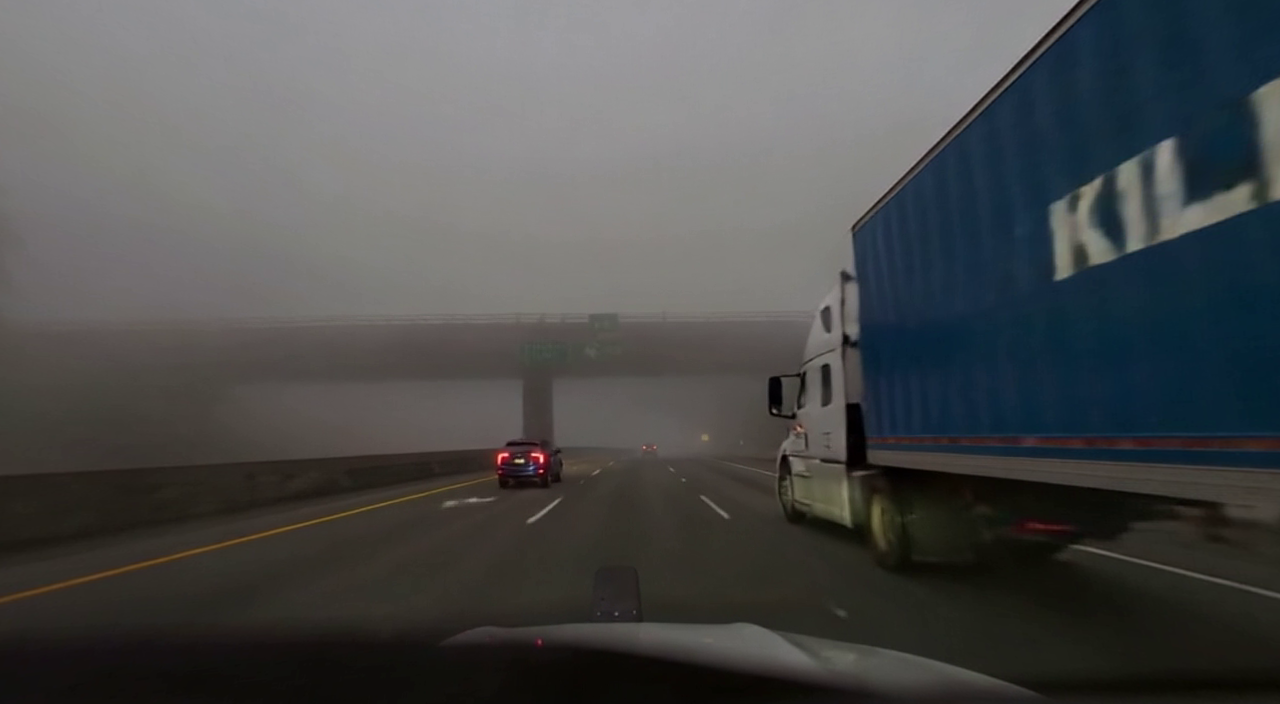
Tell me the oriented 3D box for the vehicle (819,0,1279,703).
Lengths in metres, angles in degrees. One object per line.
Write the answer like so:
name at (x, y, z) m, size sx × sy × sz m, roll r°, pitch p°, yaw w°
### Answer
vehicle at (3.826, -0.251, 1.359) m, size 3.306 × 3.531 × 11.717 m, roll 0°, pitch -8°, yaw -1°

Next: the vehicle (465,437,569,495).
vehicle at (-3.612, 3.433, 19.437) m, size 2.276 × 1.551 × 4.484 m, roll 0°, pitch -8°, yaw 0°
